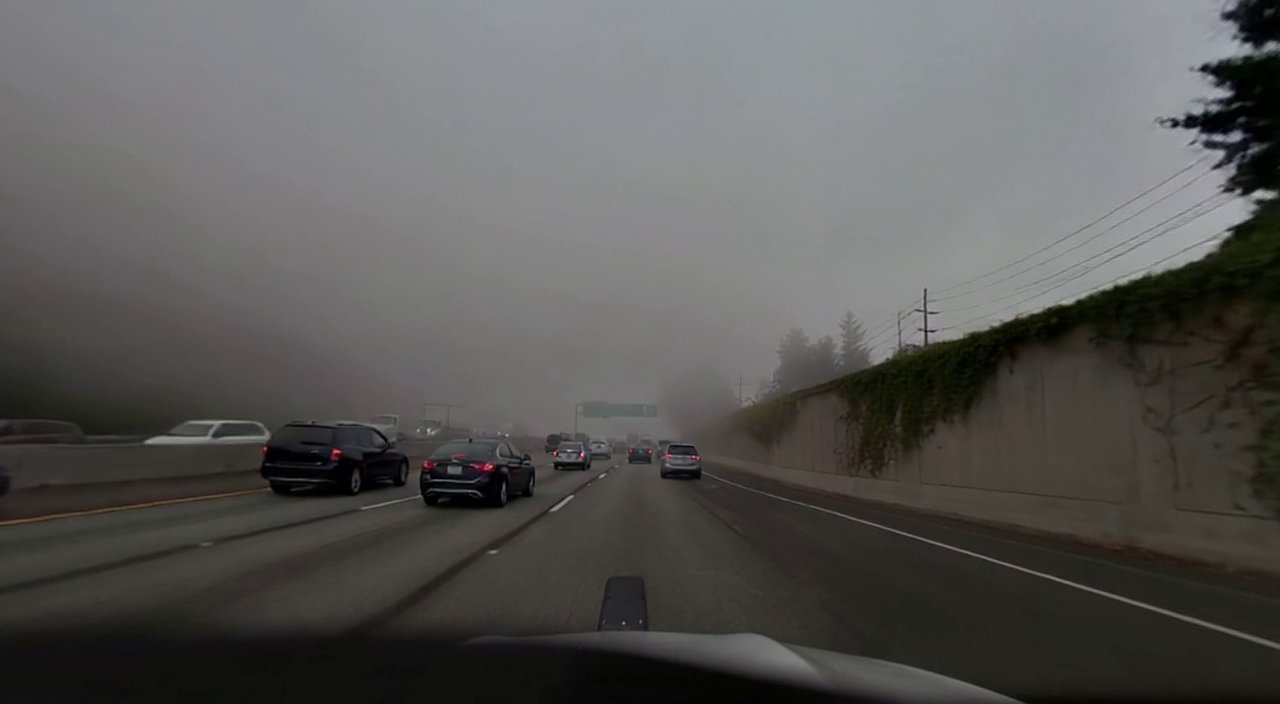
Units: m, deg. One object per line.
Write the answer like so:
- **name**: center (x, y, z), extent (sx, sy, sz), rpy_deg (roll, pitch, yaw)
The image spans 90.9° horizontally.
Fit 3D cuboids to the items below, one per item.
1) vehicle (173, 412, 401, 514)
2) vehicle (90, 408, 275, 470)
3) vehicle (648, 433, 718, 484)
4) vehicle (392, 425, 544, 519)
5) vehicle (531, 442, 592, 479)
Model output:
- **vehicle**: center (-7.275, 2.360, 13.772), extent (2.222, 1.825, 4.640), rpy_deg (0, -9, 0)
- **vehicle**: center (-16.059, 3.184, 22.733), extent (2.235, 1.923, 5.808), rpy_deg (0, -9, 1)
- **vehicle**: center (1.887, 5.013, 29.992), extent (2.793, 2.132, 5.682), rpy_deg (1, -9, -1)
- **vehicle**: center (-3.556, 2.574, 14.040), extent (2.026, 1.719, 4.490), rpy_deg (0, -9, 1)
- **vehicle**: center (-3.437, 4.894, 28.637), extent (2.049, 1.530, 4.707), rpy_deg (0, -9, 1)
